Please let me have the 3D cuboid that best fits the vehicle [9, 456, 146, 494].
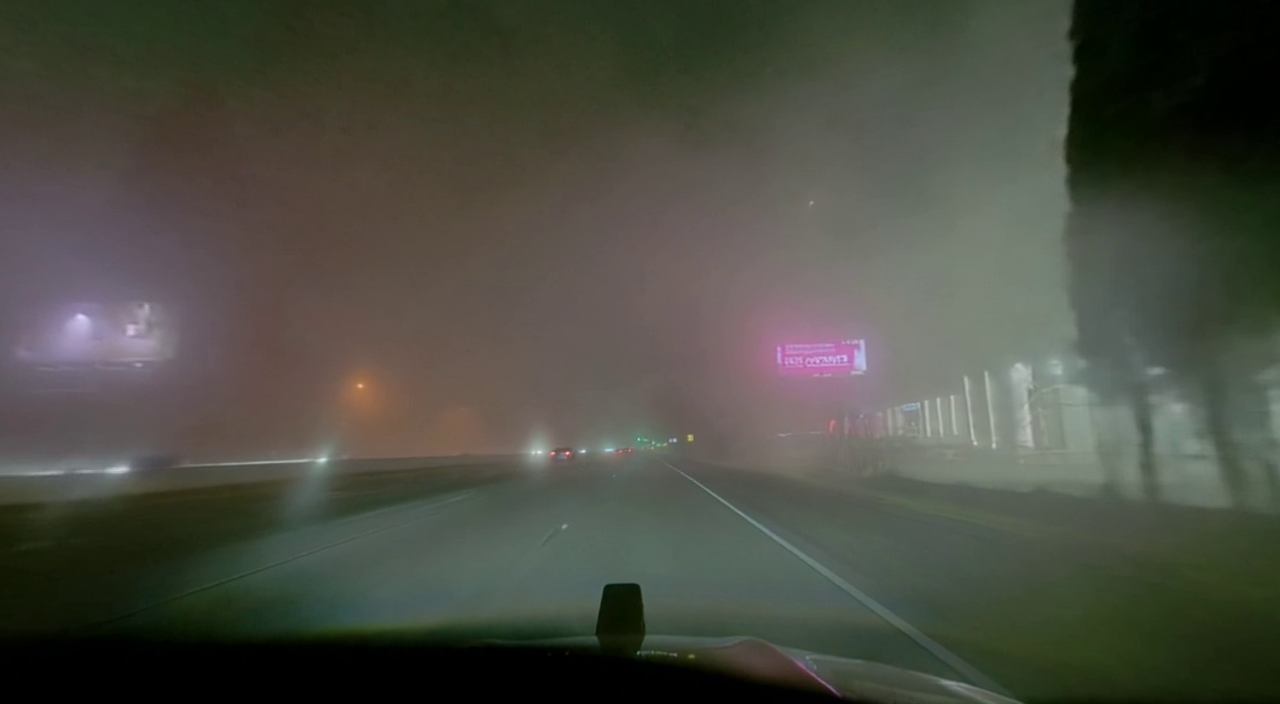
[{"bbox_3d":[-24.592,5.349,27.833,1.835,1.448,4.499,0,-8,1],"label":"vehicle"}]
